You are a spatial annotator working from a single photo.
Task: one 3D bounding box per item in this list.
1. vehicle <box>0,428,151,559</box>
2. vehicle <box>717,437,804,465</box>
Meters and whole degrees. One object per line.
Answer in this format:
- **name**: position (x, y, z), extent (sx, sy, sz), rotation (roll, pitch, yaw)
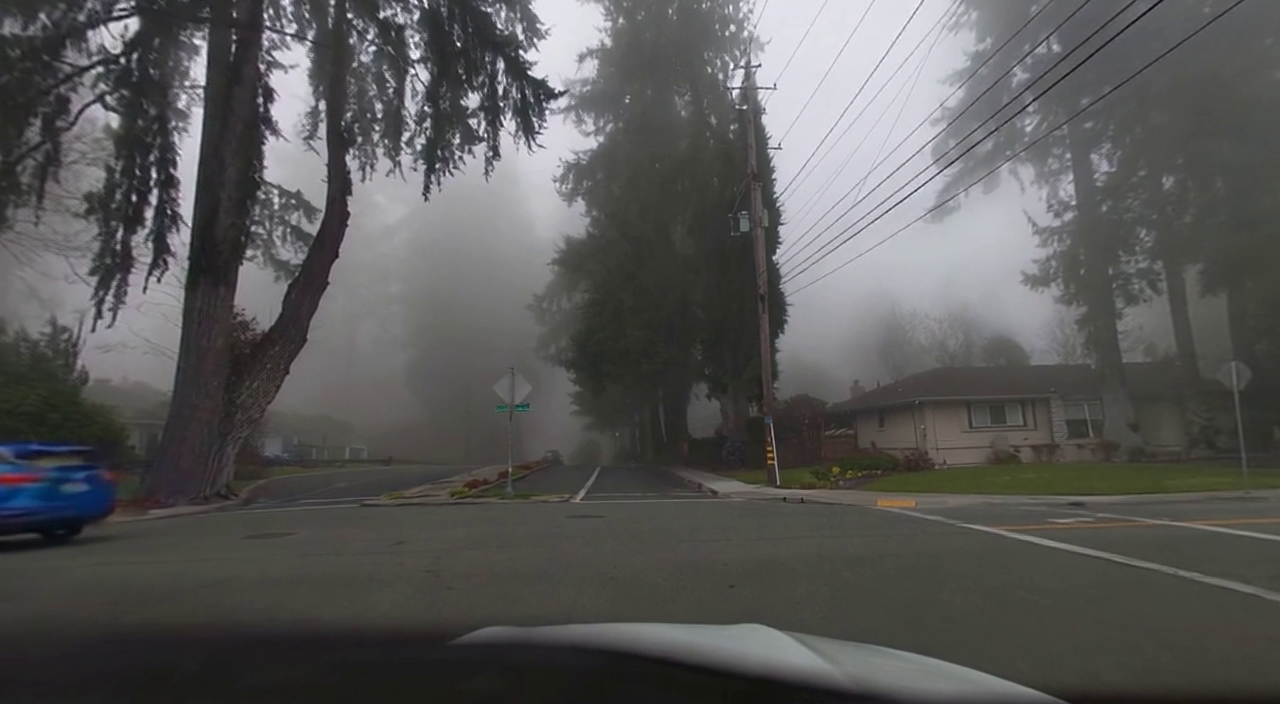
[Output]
- **vehicle**: position (-11.165, 2.176, 10.073), extent (4.809, 1.834, 2.181), rotation (0, -8, -2)
- **vehicle**: position (7.298, 6.009, 38.551), extent (4.784, 1.647, 1.947), rotation (1, -8, -5)
